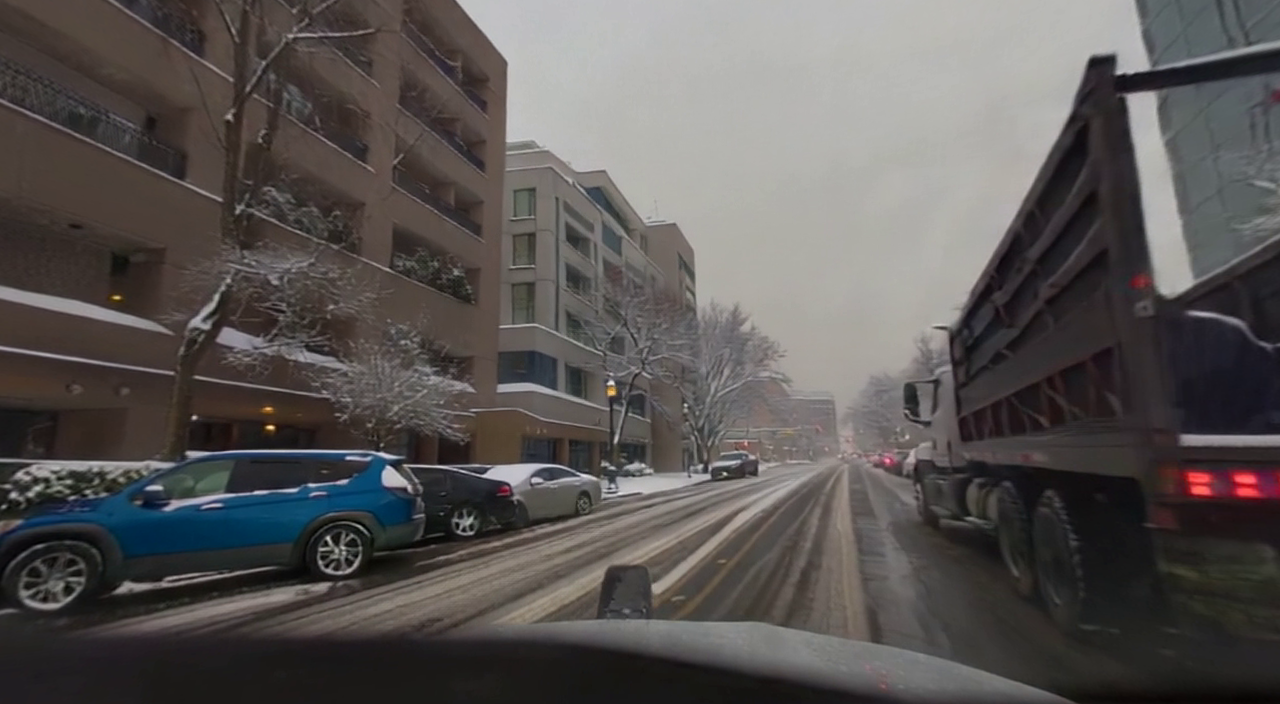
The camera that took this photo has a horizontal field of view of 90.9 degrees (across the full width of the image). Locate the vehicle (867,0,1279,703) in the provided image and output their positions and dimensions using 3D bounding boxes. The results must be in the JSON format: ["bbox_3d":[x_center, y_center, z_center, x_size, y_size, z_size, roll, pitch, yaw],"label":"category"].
[{"bbox_3d":[5.149,0.660,8.866,3.320,4.034,11.553,-3,-9,19],"label":"vehicle"}]

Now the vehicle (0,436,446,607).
[{"bbox_3d":[-5.599,2.177,9.012,5.022,1.872,2.137,4,-10,-27],"label":"vehicle"}]

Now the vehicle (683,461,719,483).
[{"bbox_3d":[4.660,9.075,47.717,1.798,1.459,4.306,-3,-9,17],"label":"vehicle"}]
